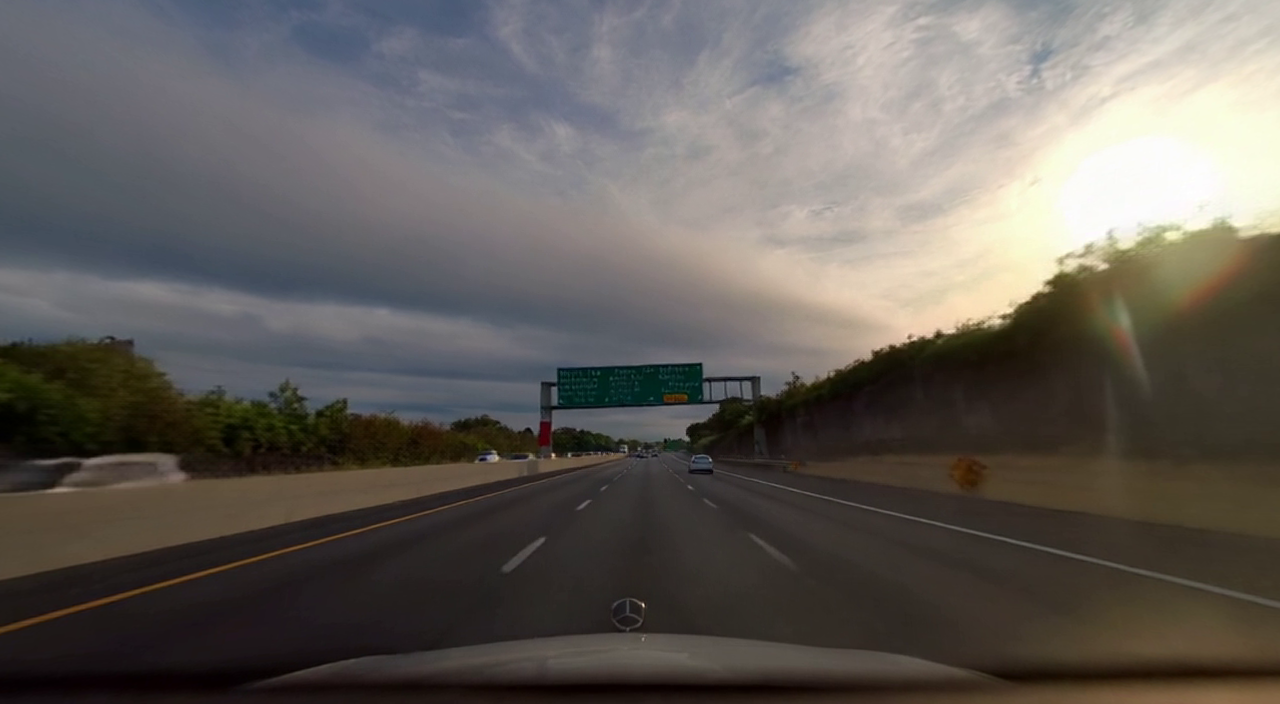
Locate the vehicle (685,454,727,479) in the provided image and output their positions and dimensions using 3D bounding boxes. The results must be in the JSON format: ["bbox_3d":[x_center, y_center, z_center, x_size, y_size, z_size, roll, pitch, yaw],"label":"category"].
[{"bbox_3d":[3.860,6.799,37.569,2.065,1.400,4.028,0,-9,0],"label":"vehicle"}]
